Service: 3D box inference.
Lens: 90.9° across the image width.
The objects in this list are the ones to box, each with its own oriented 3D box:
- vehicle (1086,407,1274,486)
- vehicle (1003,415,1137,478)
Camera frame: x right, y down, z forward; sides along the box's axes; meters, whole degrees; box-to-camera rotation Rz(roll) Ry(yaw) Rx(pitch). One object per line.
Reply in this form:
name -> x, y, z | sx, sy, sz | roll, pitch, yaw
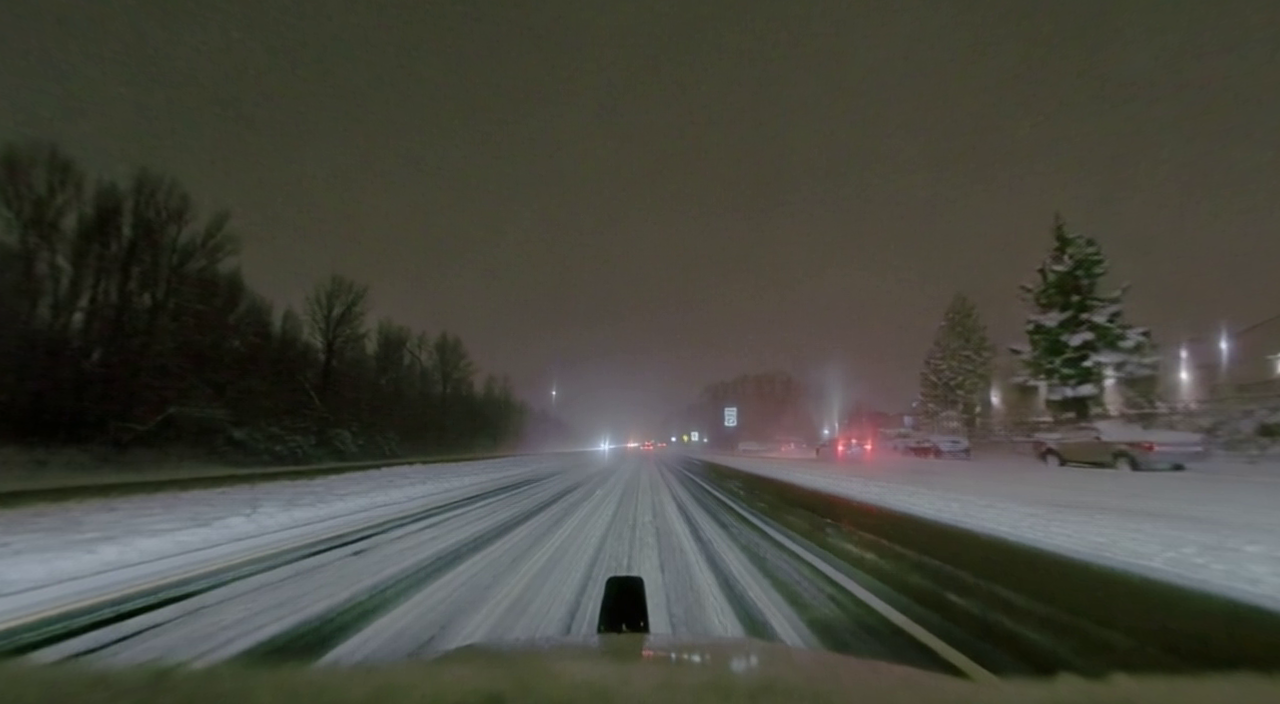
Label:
vehicle -> 27.550, 4.923, 32.830 | 2.898, 3.543, 7.437 | -1, -9, -1
vehicle -> 27.553, 6.146, 41.023 | 3.002, 3.604, 7.524 | -1, -9, -2
